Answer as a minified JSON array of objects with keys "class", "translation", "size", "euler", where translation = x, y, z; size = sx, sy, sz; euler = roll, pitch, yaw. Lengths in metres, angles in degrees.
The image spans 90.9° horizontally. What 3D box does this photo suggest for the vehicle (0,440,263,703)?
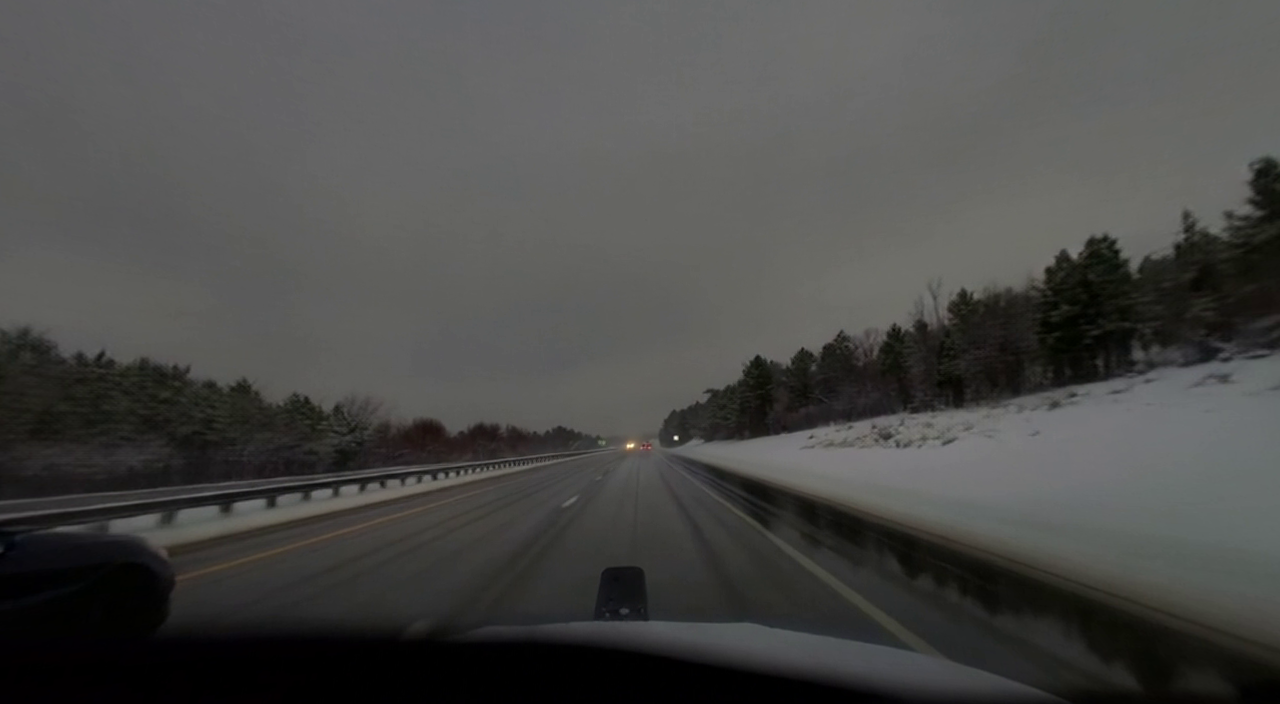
[{"class":"vehicle","translation":[-3.685,0.966,2.072],"size":[2.096,1.343,4.503],"euler":[0,-8,0]}]
